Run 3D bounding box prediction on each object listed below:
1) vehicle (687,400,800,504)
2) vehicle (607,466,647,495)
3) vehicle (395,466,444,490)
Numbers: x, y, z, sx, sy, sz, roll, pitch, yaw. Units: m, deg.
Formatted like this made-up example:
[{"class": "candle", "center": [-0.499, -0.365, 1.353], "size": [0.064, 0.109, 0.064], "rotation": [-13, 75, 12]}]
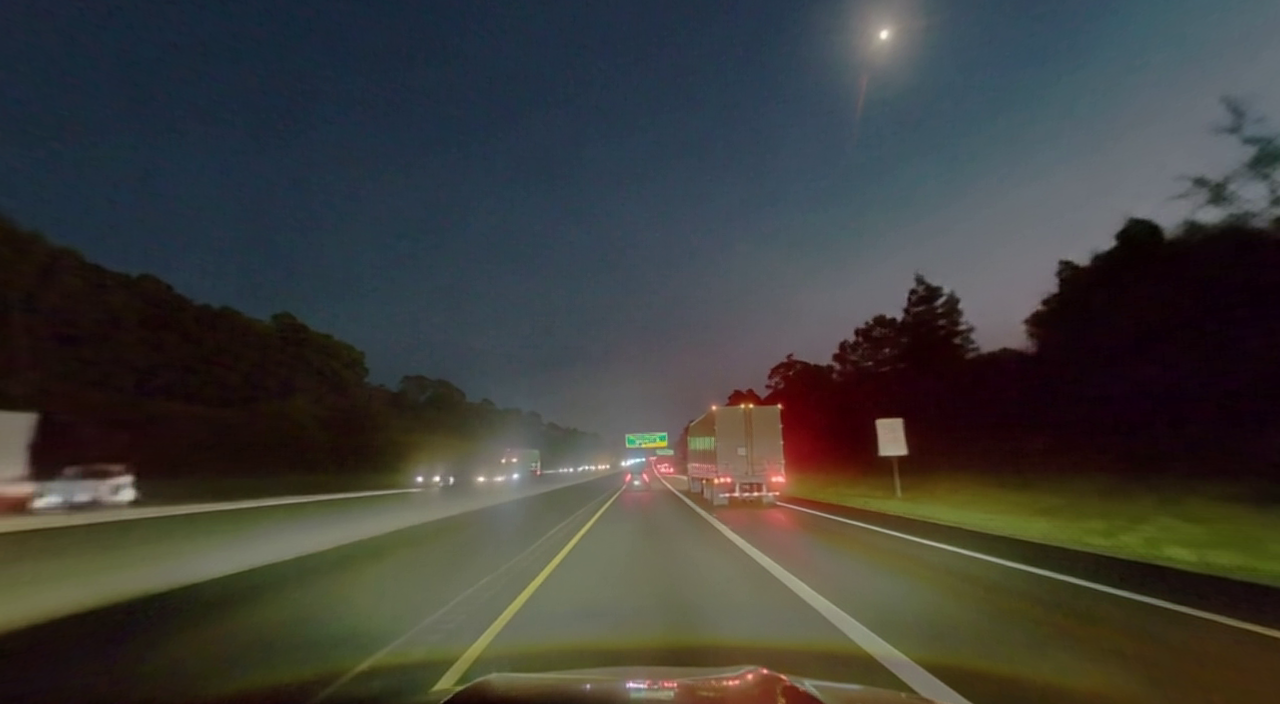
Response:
[{"class": "vehicle", "center": [4.581, 5.233, 31.976], "size": [3.218, 4.001, 14.492], "rotation": [1, -10, 0]}, {"class": "vehicle", "center": [-0.677, 6.966, 34.352], "size": [2.010, 1.436, 3.973], "rotation": [1, -10, 0]}, {"class": "vehicle", "center": [-15.799, 9.038, 45.393], "size": [1.886, 1.594, 4.184], "rotation": [1, -10, 1]}]
